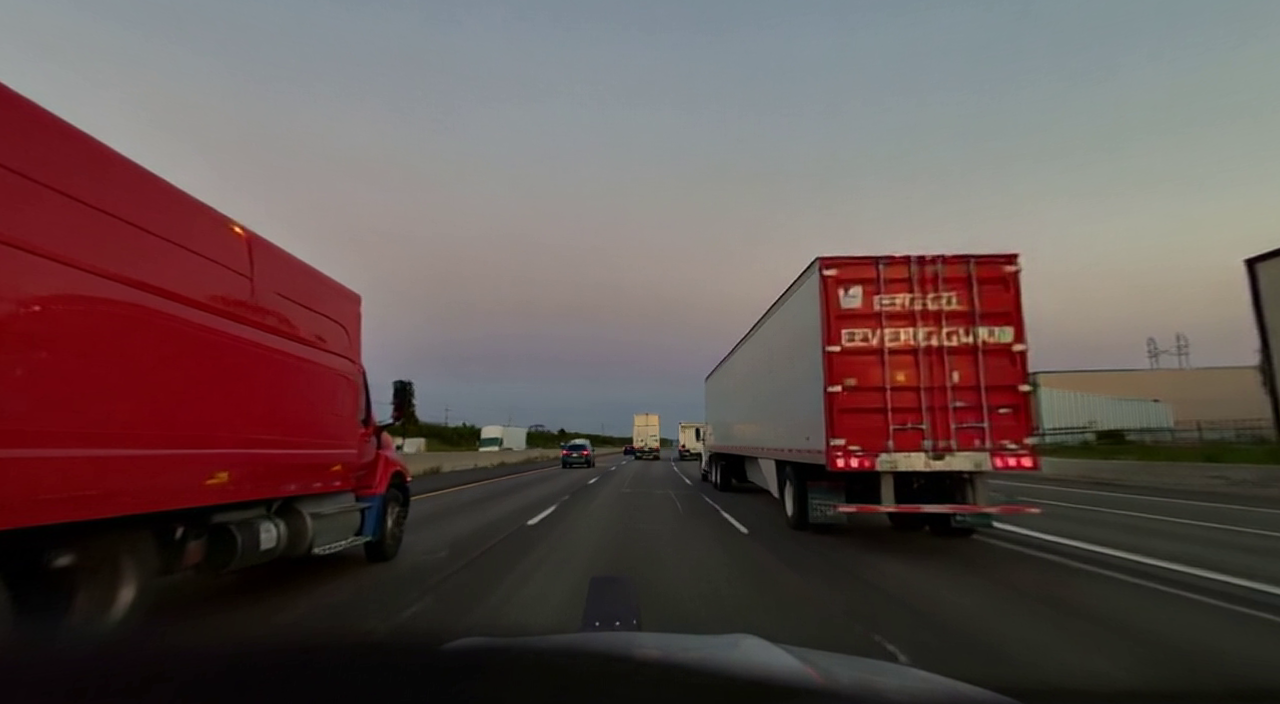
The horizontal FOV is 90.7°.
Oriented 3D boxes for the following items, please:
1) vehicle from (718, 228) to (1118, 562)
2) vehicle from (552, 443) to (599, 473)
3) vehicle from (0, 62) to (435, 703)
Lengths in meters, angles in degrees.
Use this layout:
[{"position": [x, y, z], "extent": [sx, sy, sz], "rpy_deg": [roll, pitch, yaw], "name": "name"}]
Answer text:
[{"position": [4.060, 1.424, 14.187], "extent": [2.951, 3.974, 13.340], "rpy_deg": [-1, -9, 0], "name": "vehicle"}, {"position": [-3.409, 5.718, 34.318], "extent": [2.024, 1.472, 4.014], "rpy_deg": [-1, -9, 2], "name": "vehicle"}, {"position": [-3.809, 0.607, 4.441], "extent": [2.557, 2.855, 6.674], "rpy_deg": [0, -9, -1], "name": "vehicle"}]
